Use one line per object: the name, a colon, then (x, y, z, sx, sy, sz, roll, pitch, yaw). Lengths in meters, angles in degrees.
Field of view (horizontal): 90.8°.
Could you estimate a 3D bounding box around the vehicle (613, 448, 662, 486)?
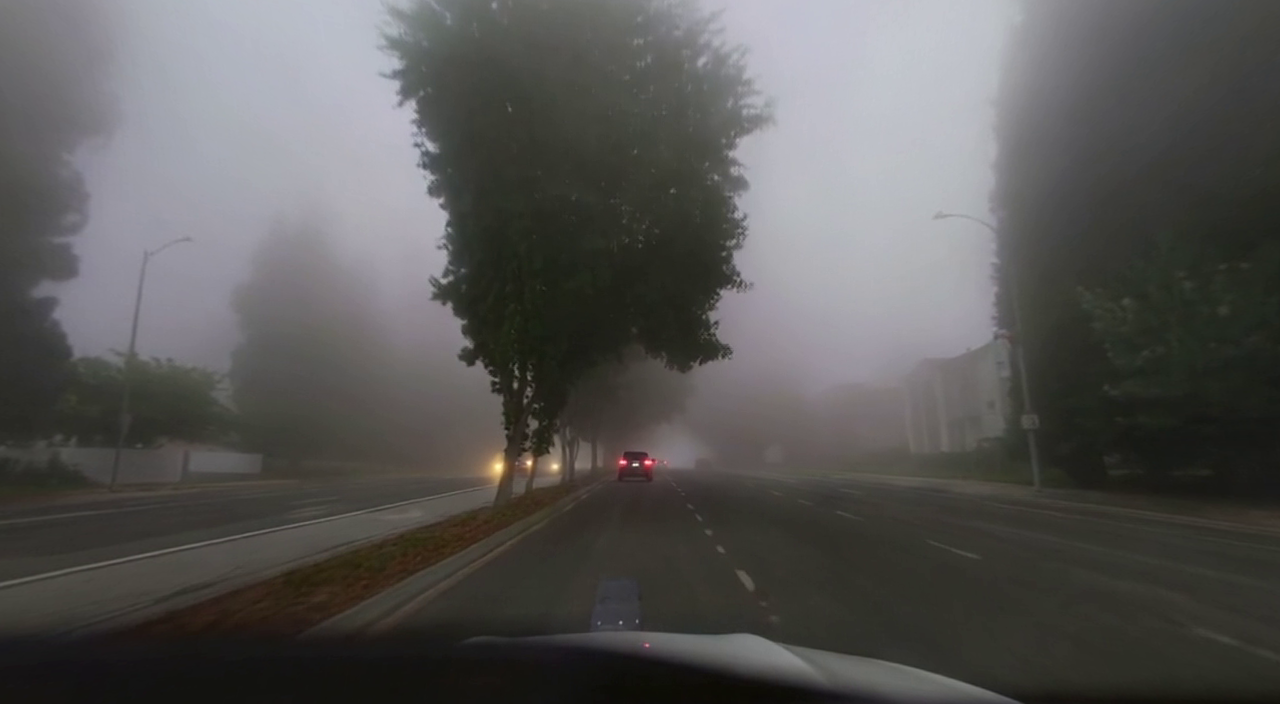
vehicle: (-0.073, 5.284, 29.295, 2.093, 1.591, 4.247, 0, -9, 1)
